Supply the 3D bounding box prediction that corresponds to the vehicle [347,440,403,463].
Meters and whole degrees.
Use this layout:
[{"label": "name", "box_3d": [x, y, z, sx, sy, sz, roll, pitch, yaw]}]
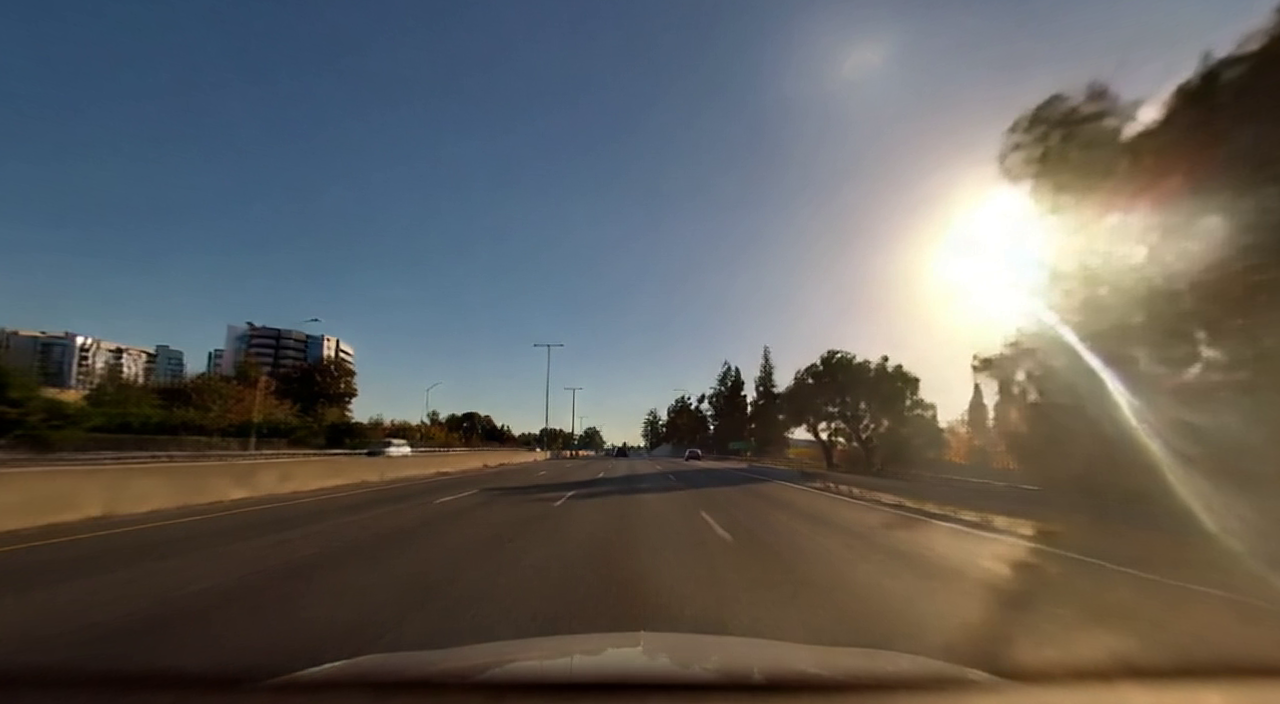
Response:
[{"label": "vehicle", "box_3d": [-19.388, 7.306, 46.361, 1.954, 1.614, 4.884, 0, -9, 0]}]
